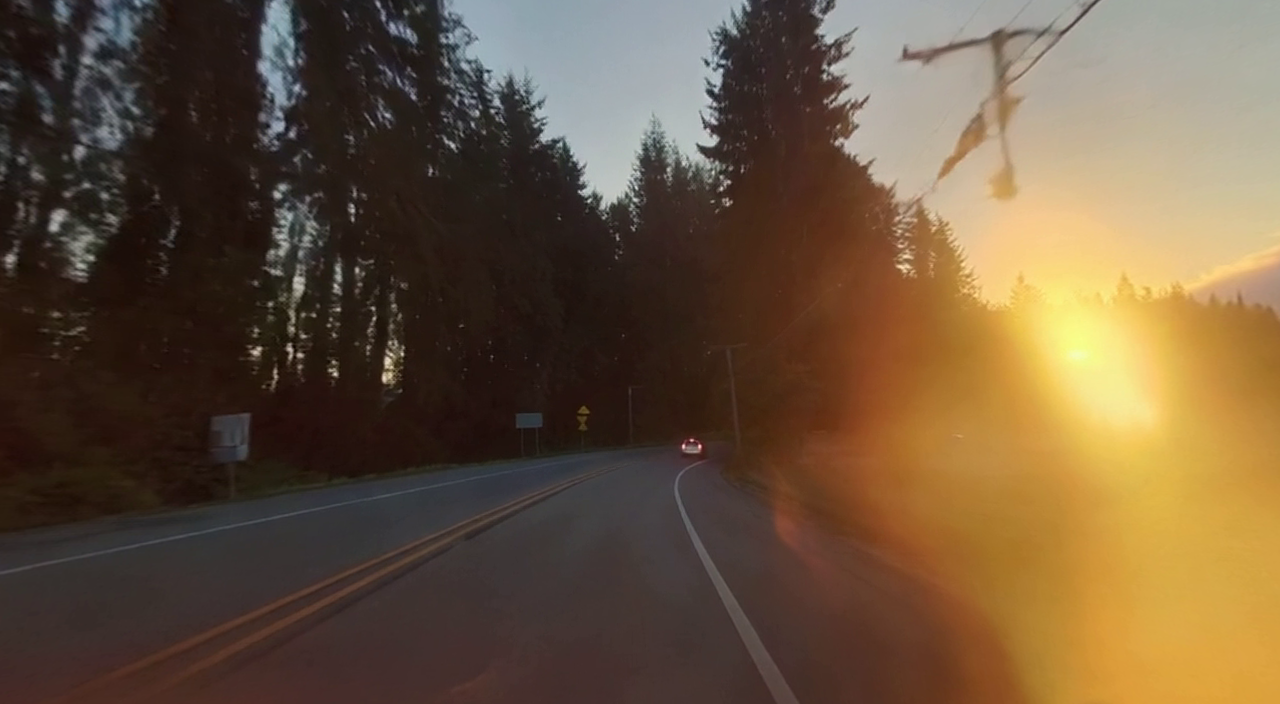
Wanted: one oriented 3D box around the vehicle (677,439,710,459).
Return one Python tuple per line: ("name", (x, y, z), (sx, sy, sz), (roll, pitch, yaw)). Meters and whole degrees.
("vehicle", (4.265, 7.670, 49.876), (2.042, 1.489, 4.078), (-2, -9, 13))
